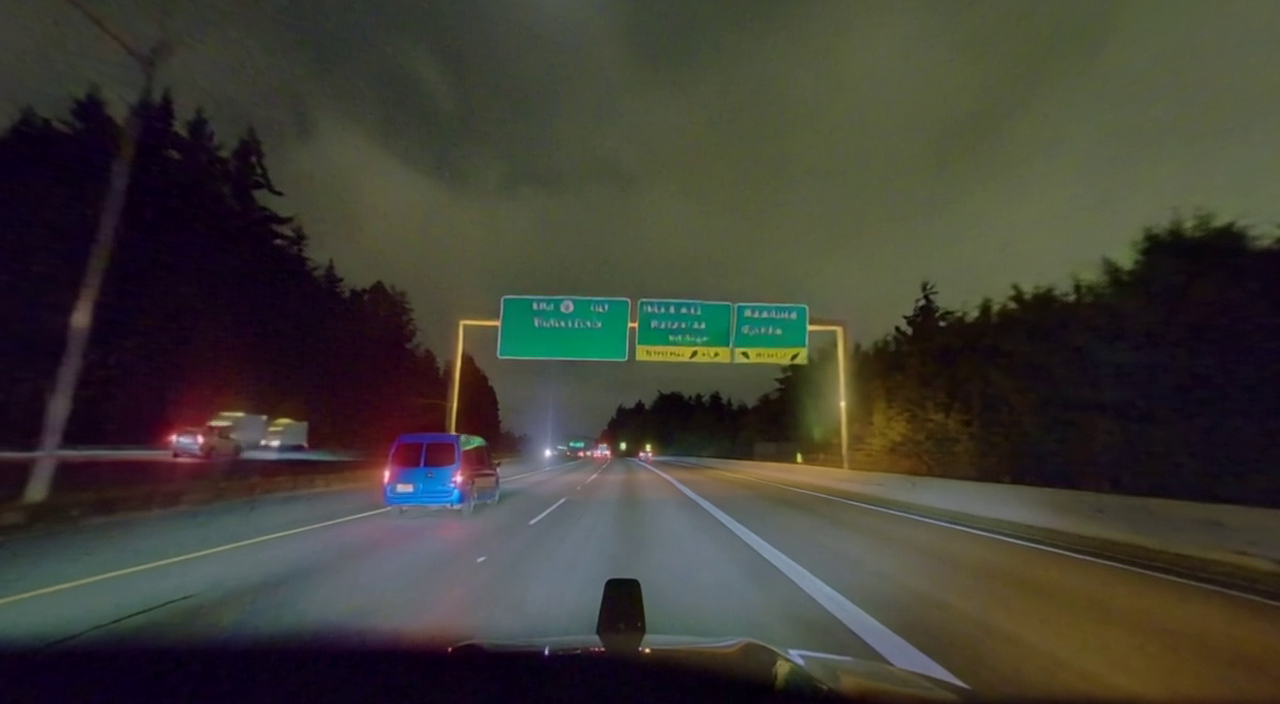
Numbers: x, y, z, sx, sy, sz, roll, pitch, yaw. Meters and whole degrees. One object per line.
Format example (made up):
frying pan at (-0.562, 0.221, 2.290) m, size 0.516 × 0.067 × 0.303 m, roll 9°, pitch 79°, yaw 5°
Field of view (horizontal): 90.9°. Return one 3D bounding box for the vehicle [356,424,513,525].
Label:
vehicle at (-4.122, 2.541, 13.534) m, size 1.971 × 1.795 × 4.389 m, roll 0°, pitch -9°, yaw -2°

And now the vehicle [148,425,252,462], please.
vehicle at (-19.001, 3.998, 27.406) m, size 1.879 × 1.492 × 3.607 m, roll 0°, pitch -9°, yaw 0°
